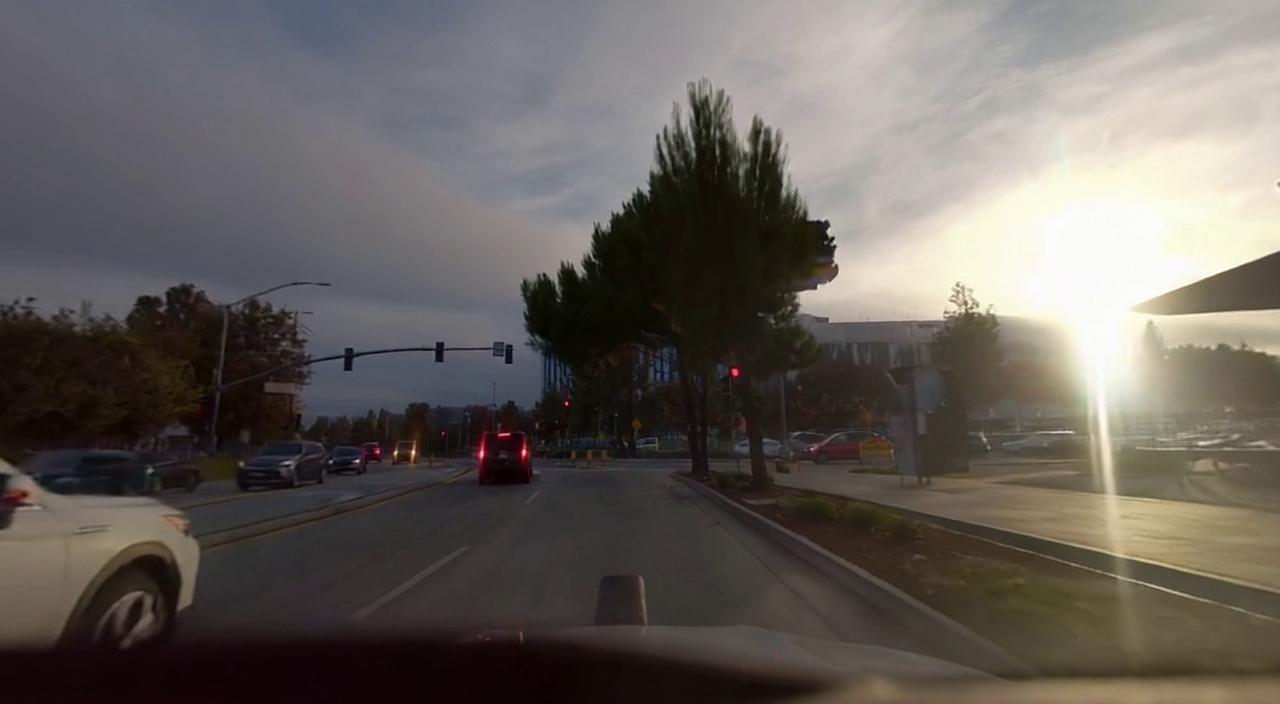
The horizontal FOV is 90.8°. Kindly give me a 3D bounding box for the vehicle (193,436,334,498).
[{"bbox_3d":[-11.161,3.414,19.138,1.925,1.631,4.250,1,-9,-5],"label":"vehicle"}]

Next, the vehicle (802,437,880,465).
[{"bbox_3d":[13.504,6.640,42.500,4.857,1.803,2.147,-3,-9,19],"label":"vehicle"}]

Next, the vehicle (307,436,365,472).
[{"bbox_3d":[-20.482,6.881,42.847,2.555,2.199,5.958,2,-9,-17],"label":"vehicle"}]

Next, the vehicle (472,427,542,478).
[{"bbox_3d":[-5.181,3.990,25.290,2.134,1.799,5.082,1,-9,-5],"label":"vehicle"}]

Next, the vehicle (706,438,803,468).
[{"bbox_3d":[6.787,5.968,37.441,5.257,1.627,2.161,-4,-9,23],"label":"vehicle"}]

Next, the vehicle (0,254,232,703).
[{"bbox_3d":[-3.484,0.345,0.477,2.509,1.885,5.831,0,-9,-1],"label":"vehicle"}]
